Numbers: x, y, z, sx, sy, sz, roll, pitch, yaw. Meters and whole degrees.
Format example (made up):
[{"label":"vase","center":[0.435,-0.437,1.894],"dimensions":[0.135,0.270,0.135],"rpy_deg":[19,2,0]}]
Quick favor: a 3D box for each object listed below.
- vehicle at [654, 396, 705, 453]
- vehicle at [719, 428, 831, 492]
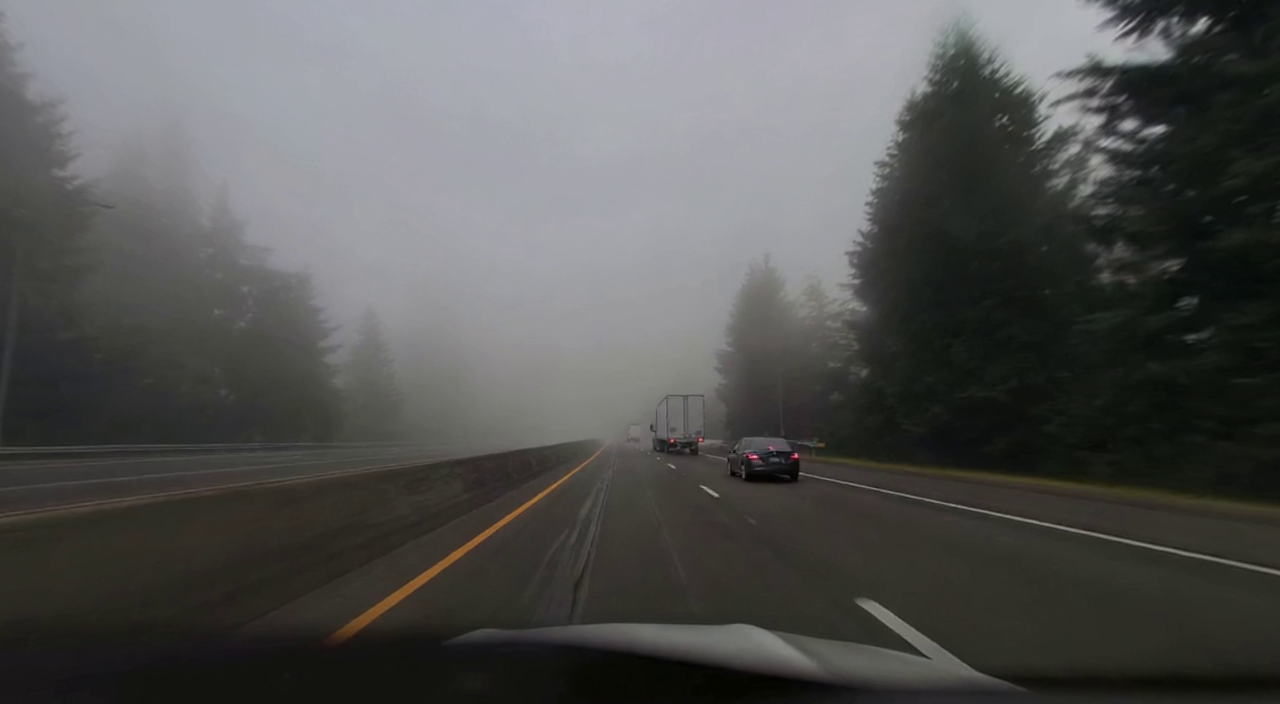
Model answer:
[{"label":"vehicle","center":[2.891,5.851,49.984],"dimensions":[2.911,3.994,10.840],"rpy_deg":[0,-8,-2]},{"label":"vehicle","center":[3.467,2.833,16.969],"dimensions":[1.984,1.482,3.833],"rpy_deg":[0,-8,-3]}]
